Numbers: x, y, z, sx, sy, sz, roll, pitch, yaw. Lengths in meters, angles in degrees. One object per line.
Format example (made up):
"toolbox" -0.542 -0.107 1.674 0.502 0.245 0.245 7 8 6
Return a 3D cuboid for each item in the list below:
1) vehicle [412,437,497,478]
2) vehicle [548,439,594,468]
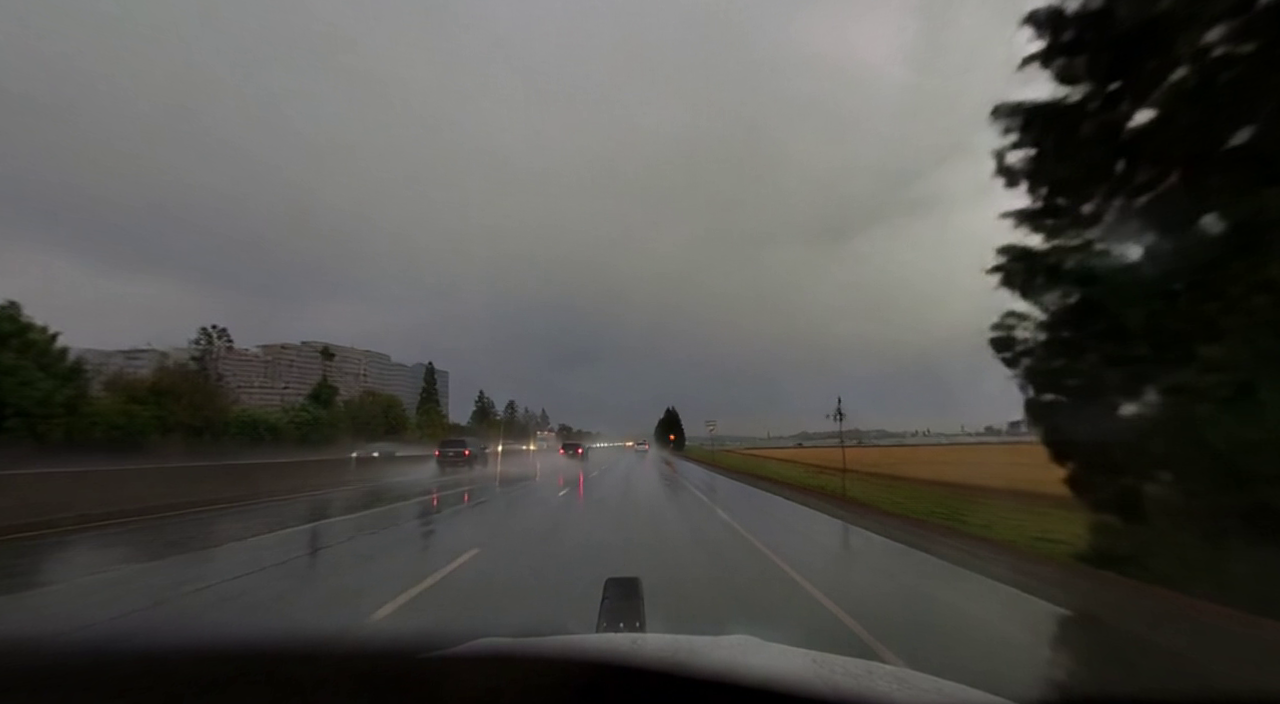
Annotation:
"vehicle" -7.560 4.326 26.159 2.034 1.523 4.627 0 -8 1
"vehicle" -3.969 5.910 36.905 2.083 1.588 4.801 0 -8 1
